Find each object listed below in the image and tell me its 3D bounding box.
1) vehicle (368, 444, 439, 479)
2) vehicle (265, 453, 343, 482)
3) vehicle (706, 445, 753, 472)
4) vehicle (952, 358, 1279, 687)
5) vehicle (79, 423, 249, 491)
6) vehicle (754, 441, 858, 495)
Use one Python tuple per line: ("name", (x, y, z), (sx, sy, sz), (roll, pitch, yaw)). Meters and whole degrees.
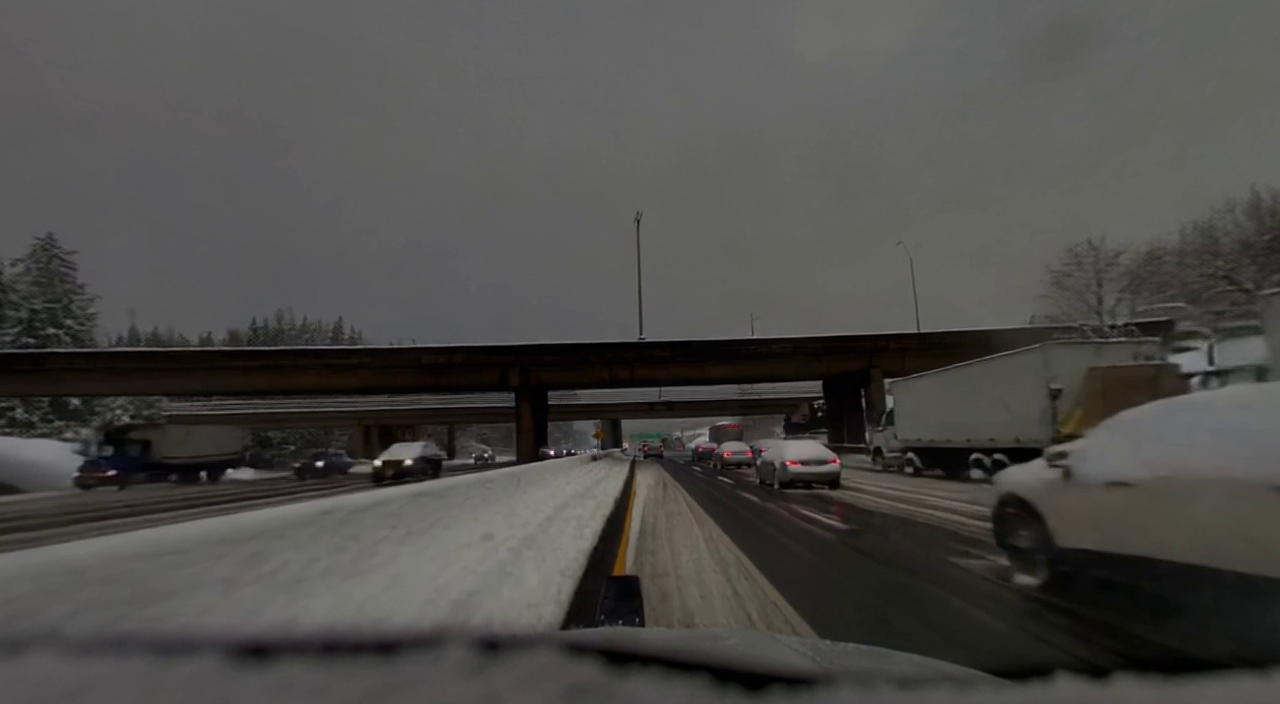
("vehicle", (-11.871, 5.502, 32.073), (1.926, 1.610, 4.351), (0, -8, 0))
("vehicle", (-19.034, 6.536, 36.047), (1.885, 1.493, 4.670), (0, -8, 0))
("vehicle", (5.001, 6.015, 35.949), (1.987, 1.448, 4.356), (0, -8, -1))
("vehicle", (4.620, 1.095, 4.511), (2.201, 1.804, 4.801), (0, -8, -1))
("vehicle", (-31.426, 7.015, 42.758), (2.995, 3.941, 11.403), (0, -8, -2))
("vehicle", (5.116, 3.629, 20.305), (1.959, 1.483, 5.135), (0, -8, 0))
